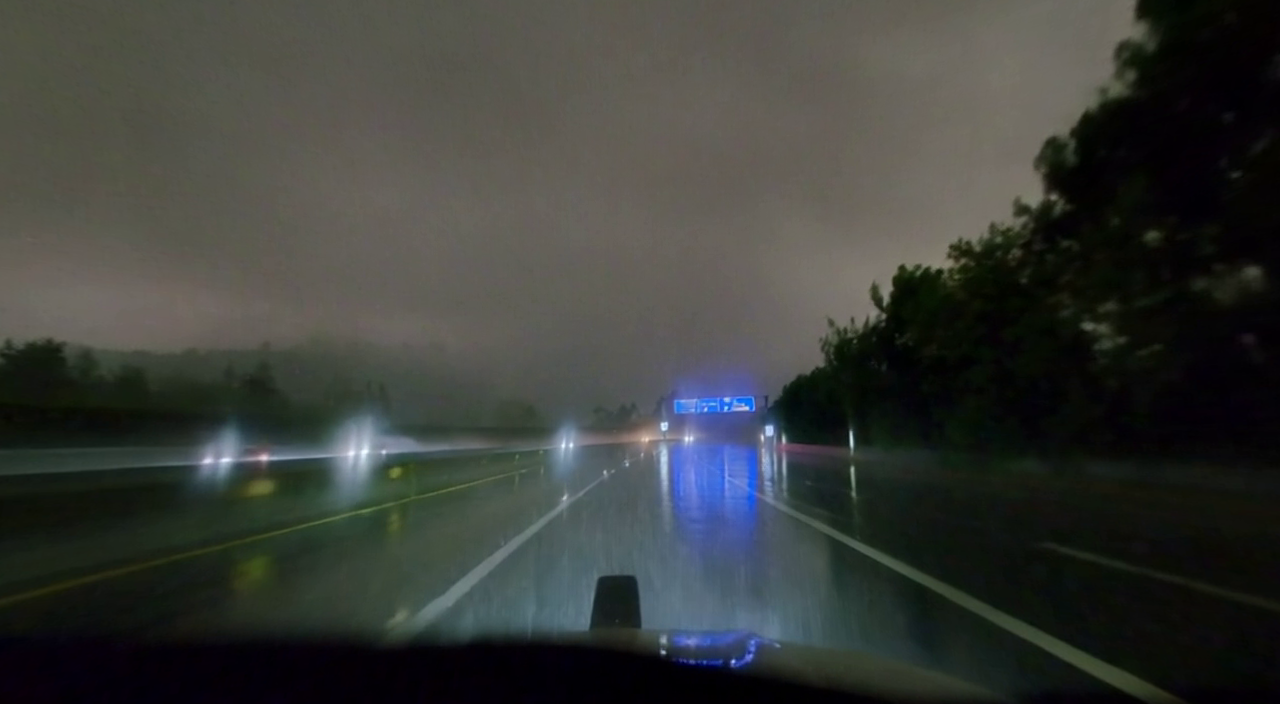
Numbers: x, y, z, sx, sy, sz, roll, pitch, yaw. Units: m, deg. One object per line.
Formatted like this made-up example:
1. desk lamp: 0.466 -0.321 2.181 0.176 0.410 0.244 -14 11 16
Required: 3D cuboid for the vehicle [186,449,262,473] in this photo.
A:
1. vehicle: -28.100 7.349 42.688 1.883 1.421 4.460 -1 -8 5
